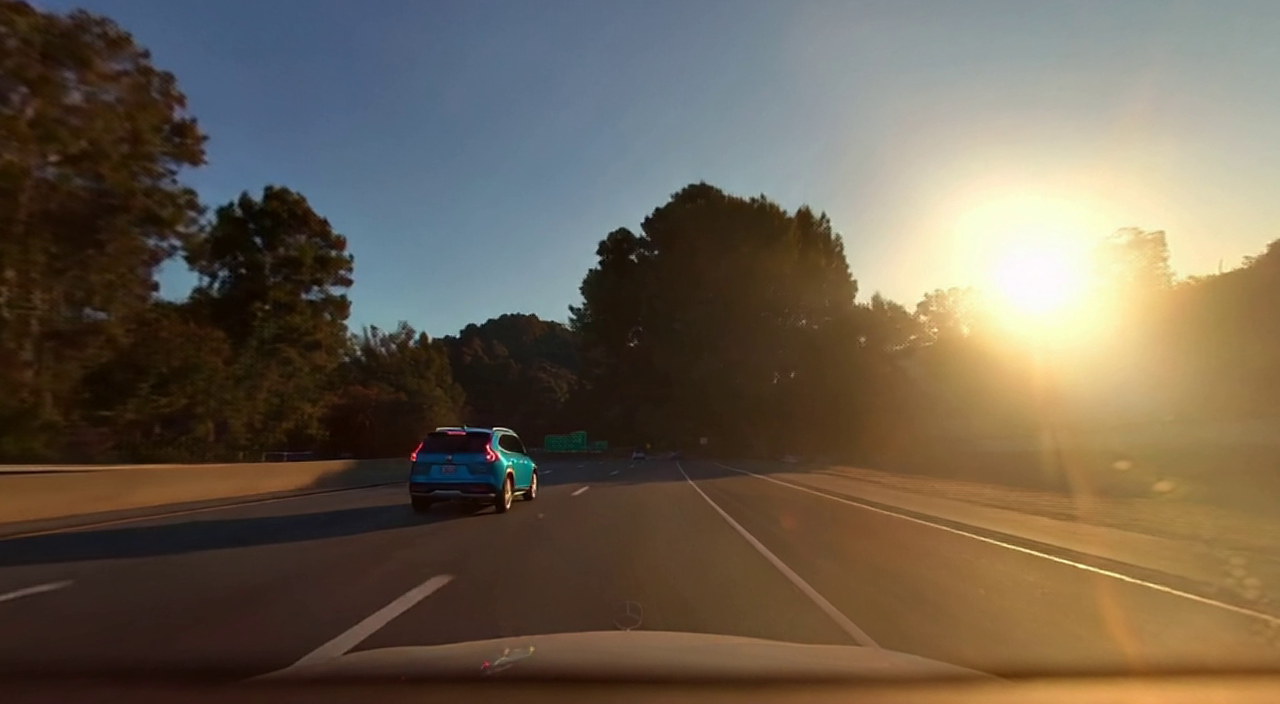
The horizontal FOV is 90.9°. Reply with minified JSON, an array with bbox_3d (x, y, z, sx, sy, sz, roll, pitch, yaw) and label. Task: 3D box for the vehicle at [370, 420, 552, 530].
[{"bbox_3d":[-3.331,2.403,12.938,2.183,1.803,4.685,0,-8,2],"label":"vehicle"}]
